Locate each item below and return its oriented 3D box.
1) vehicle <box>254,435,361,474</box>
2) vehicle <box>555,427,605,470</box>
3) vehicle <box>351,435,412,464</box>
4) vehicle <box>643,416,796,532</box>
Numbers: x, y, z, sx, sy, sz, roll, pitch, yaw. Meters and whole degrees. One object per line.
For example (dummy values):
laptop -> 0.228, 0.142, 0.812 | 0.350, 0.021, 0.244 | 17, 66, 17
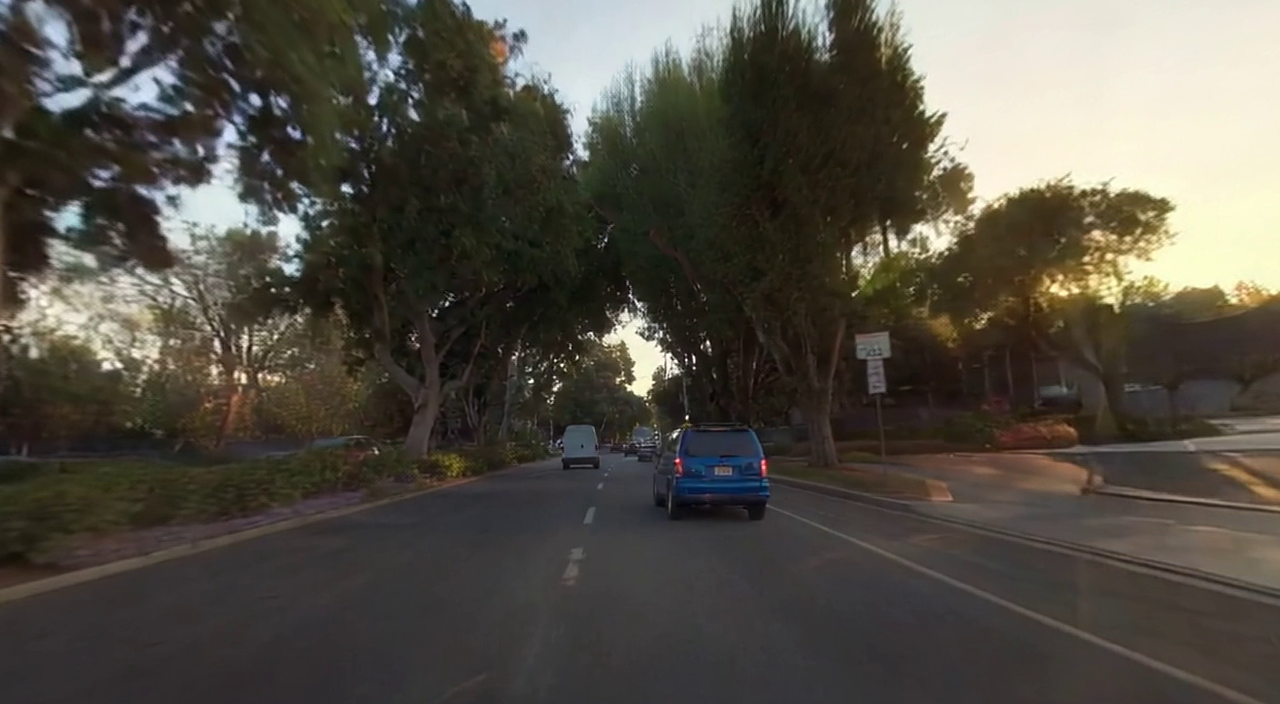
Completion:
vehicle -> -13.167, 4.077, 25.415 | 1.841, 1.407, 4.736 | 0, -8, -1
vehicle -> -3.010, 4.983, 32.668 | 2.228, 2.054, 4.309 | 0, -8, -2
vehicle -> -15.741, 5.995, 38.805 | 2.184, 1.659, 4.571 | 1, -8, -5
vehicle -> 1.176, 2.087, 11.344 | 1.965, 1.671, 4.146 | 1, -8, -3
